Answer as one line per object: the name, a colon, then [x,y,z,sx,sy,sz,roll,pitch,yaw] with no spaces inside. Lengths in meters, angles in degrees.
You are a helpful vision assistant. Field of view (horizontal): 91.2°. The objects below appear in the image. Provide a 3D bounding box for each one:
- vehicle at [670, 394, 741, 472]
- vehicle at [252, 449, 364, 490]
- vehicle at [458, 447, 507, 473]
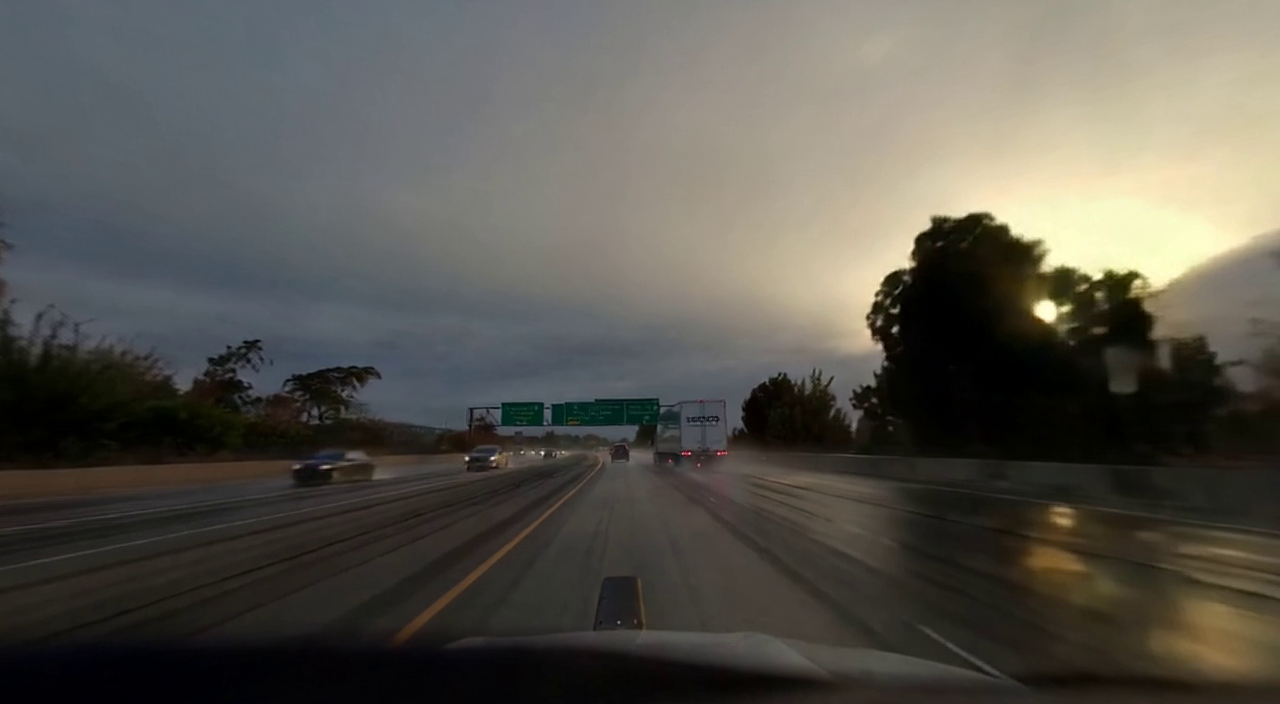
vehicle: [3.531,4.757,36.167,2.892,3.928,8.380,0,-9,-2]
vehicle: [-13.274,4.689,25.425,2.005,1.449,4.724,0,-9,-1]
vehicle: [-9.879,6.792,39.694,1.957,1.538,4.733,0,-9,-2]
